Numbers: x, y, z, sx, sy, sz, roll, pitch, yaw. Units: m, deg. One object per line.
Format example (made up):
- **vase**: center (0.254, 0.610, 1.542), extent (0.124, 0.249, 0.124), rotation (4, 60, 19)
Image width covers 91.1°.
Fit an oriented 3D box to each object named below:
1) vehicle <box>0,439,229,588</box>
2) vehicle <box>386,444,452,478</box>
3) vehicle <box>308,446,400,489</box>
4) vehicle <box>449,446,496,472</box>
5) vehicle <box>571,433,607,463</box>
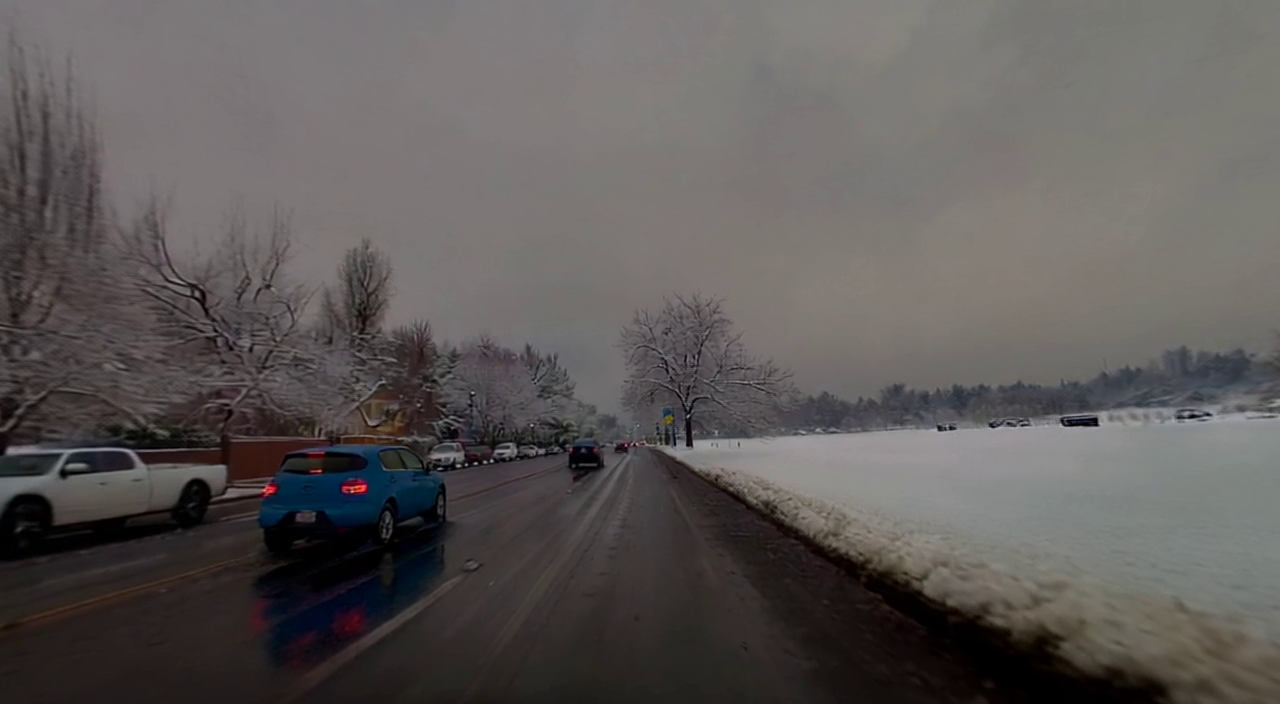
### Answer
- **vehicle**: center (-9.226, 2.385, 10.062), extent (2.019, 1.907, 4.697), rotation (-1, -8, 1)
- **vehicle**: center (-12.491, 6.152, 35.804), extent (2.066, 1.785, 4.608), rotation (0, -8, -1)
- **vehicle**: center (-12.537, 5.044, 27.906), extent (2.106, 1.701, 4.629), rotation (0, -8, -4)
- **vehicle**: center (-12.412, 7.938, 46.812), extent (2.161, 1.781, 4.690), rotation (-1, -8, 1)
- **vehicle**: center (-3.199, 6.185, 40.438), extent (1.908, 1.809, 4.230), rotation (0, -8, 1)
